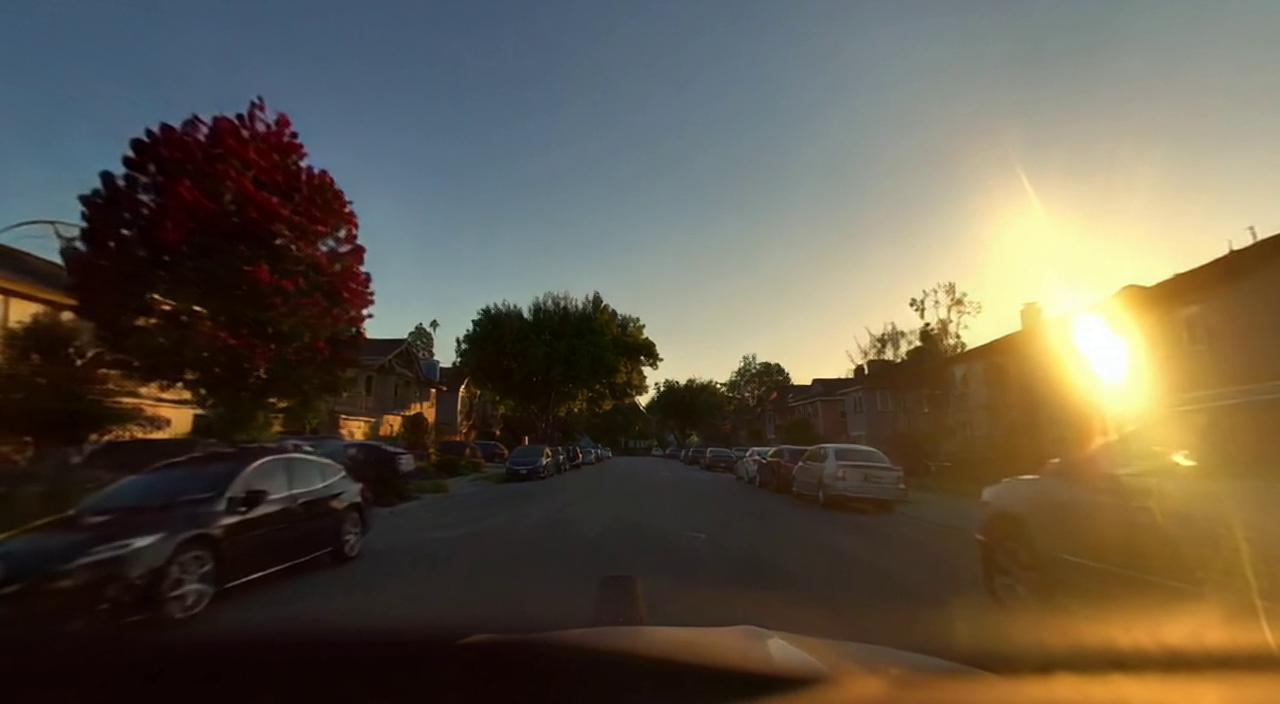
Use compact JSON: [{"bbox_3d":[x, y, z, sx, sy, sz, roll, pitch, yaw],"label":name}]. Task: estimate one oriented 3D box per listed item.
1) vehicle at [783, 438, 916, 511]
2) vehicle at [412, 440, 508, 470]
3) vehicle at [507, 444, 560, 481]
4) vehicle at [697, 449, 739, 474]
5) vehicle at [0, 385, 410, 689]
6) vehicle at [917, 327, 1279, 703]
[{"bbox_3d":[5.080,3.016,16.005,1.826,1.566,4.307,0,-9,-1],"label":"vehicle"},{"bbox_3d":[-11.940,6.846,42.188,5.755,1.869,2.194,1,-8,-2],"label":"vehicle"},{"bbox_3d":[-4.921,5.185,29.712,1.983,1.579,3.879,1,-9,-2],"label":"vehicle"},{"bbox_3d":[4.844,6.875,39.855,1.847,1.448,4.162,0,-9,-3],"label":"vehicle"},{"bbox_3d":[-5.016,1.795,7.503,2.394,2.089,5.951,-3,-9,-1],"label":"vehicle"},{"bbox_3d":[3.744,0.907,2.650,2.415,1.963,5.688,0,-8,-2],"label":"vehicle"}]
